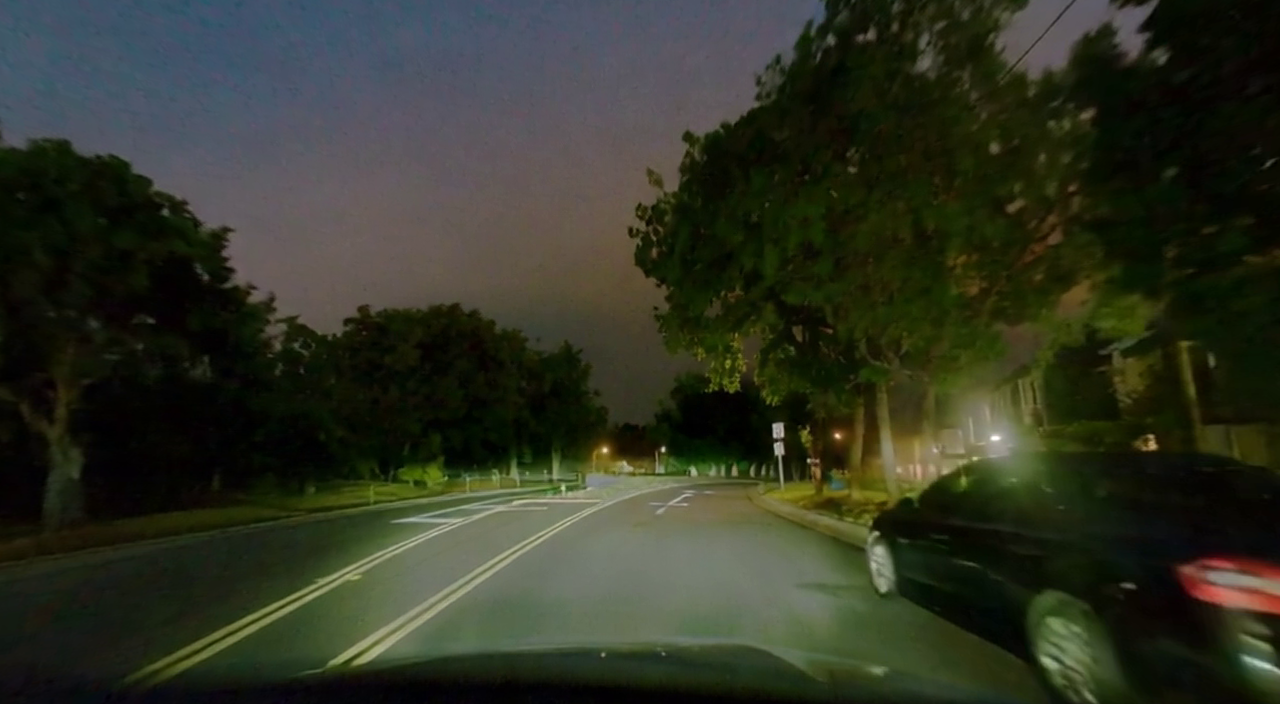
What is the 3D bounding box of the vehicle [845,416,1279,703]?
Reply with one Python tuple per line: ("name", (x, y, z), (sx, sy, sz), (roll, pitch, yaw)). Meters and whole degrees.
("vehicle", (3.108, 1.249, 3.847), (1.965, 1.486, 4.582), (0, -10, -3))
